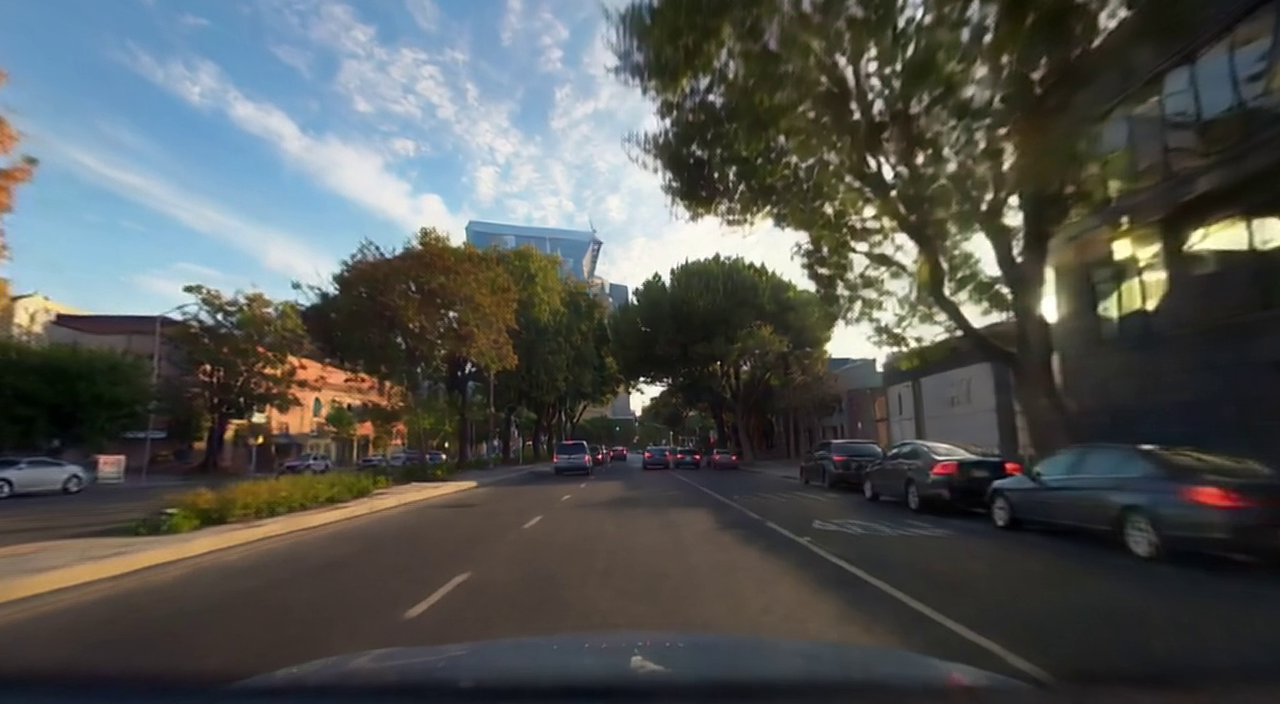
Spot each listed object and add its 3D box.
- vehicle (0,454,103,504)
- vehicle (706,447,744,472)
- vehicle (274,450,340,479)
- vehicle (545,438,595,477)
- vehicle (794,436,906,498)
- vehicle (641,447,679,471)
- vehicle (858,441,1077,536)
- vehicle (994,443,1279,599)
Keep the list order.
[{"bbox_3d":[-21.713,4.366,21.981,1.999,1.562,4.803,0,-8,-3],"label":"vehicle"},{"bbox_3d":[6.188,7.864,46.462,2.164,1.727,3.955,0,-8,-1],"label":"vehicle"},{"bbox_3d":[-22.425,7.562,42.803,1.996,1.767,4.613,0,-8,-1],"label":"vehicle"},{"bbox_3d":[-3.819,5.839,35.205,2.223,1.957,4.845,0,-8,0],"label":"vehicle"},{"bbox_3d":[6.917,3.813,21.399,2.216,1.847,4.321,0,-8,-1],"label":"vehicle"},{"bbox_3d":[1.336,7.396,43.920,2.201,1.589,3.843,0,-8,-4],"label":"vehicle"},{"bbox_3d":[7.108,2.969,14.522,2.320,1.764,4.731,0,-8,-3],"label":"vehicle"},{"bbox_3d":[7.042,1.970,8.354,2.269,1.506,4.152,0,-8,0],"label":"vehicle"}]
